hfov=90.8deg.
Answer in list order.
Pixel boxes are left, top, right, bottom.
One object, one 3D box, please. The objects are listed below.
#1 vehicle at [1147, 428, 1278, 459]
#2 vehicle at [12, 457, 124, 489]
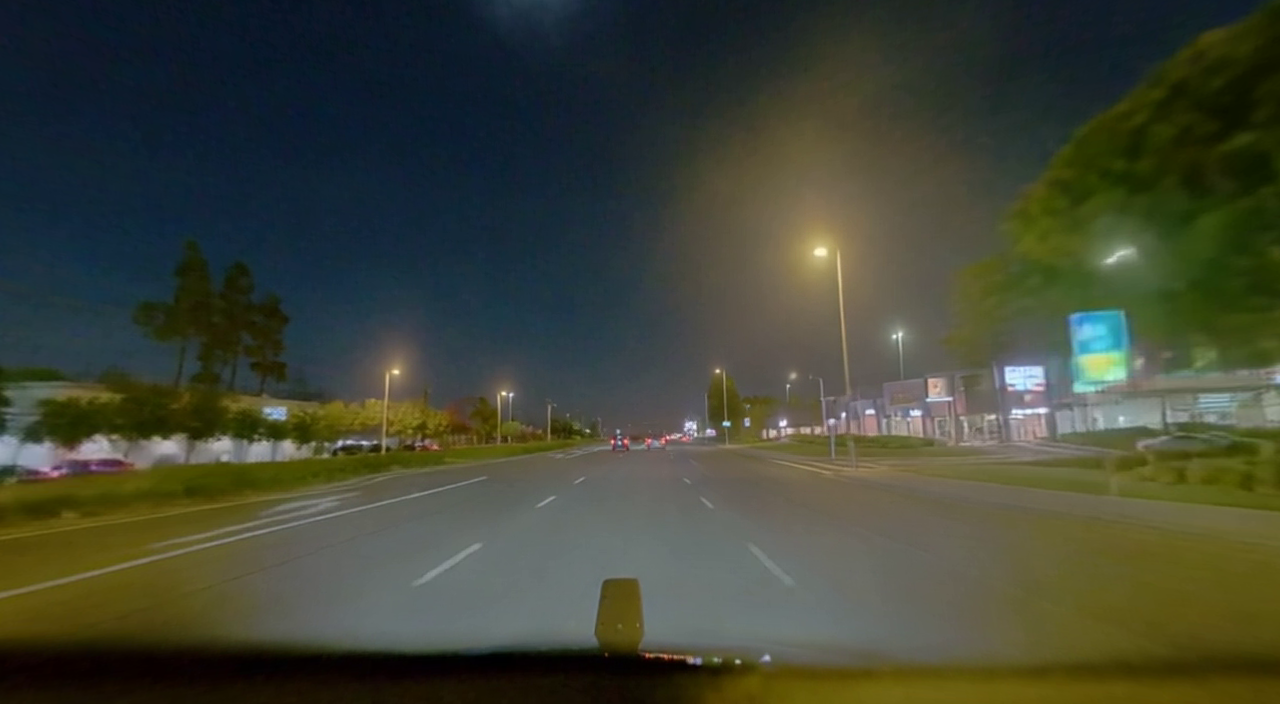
[{"bbox_3d":[27.597,4.463,30.571,4.225,1.404,1.994,-1,-9,5],"label":"vehicle"},{"bbox_3d":[-33.615,7.136,37.229,4.743,1.760,2.046,-1,-9,4],"label":"vehicle"}]
